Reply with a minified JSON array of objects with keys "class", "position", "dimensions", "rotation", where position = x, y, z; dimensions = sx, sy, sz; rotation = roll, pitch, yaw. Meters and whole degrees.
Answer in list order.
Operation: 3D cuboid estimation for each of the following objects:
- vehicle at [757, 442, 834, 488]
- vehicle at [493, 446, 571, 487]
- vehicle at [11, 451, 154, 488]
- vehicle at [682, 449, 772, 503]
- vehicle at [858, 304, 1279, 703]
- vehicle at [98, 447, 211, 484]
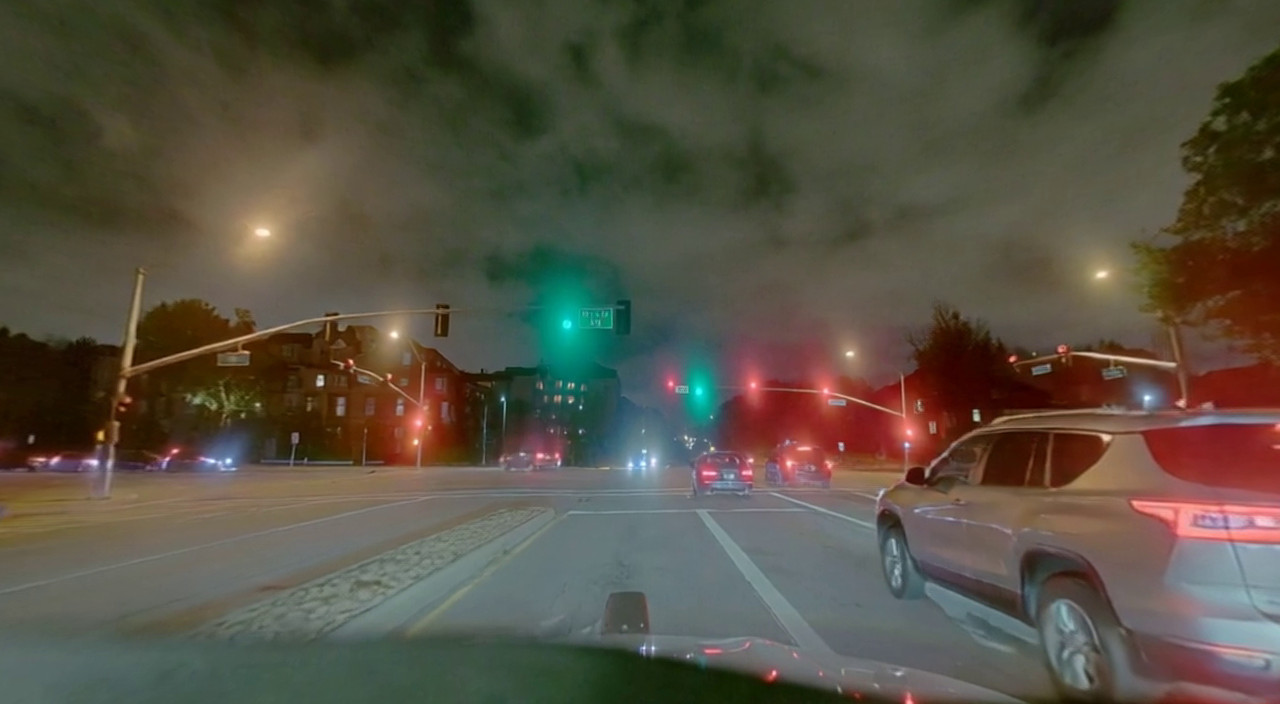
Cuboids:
[{"class":"vehicle","position":[6.768,4.931,27.967],"dimensions":[2.105,1.830,4.610],"rotation":[0,-8,-1]},{"class":"vehicle","position":[-5.068,5.227,29.133],"dimensions":[2.099,1.705,4.020],"rotation":[5,-10,-32]},{"class":"vehicle","position":[-26.243,5.543,29.800],"dimensions":[4.724,1.630,1.968],"rotation":[0,-8,-3]},{"class":"vehicle","position":[2.601,3.830,20.029],"dimensions":[2.009,1.480,4.423],"rotation":[0,-8,-3]},{"class":"vehicle","position":[2.818,0.863,2.551],"dimensions":[2.115,1.737,4.642],"rotation":[0,-8,-1]},{"class":"vehicle","position":[-27.730,6.473,36.114],"dimensions":[4.689,1.734,2.034],"rotation":[3,-8,-1]}]
